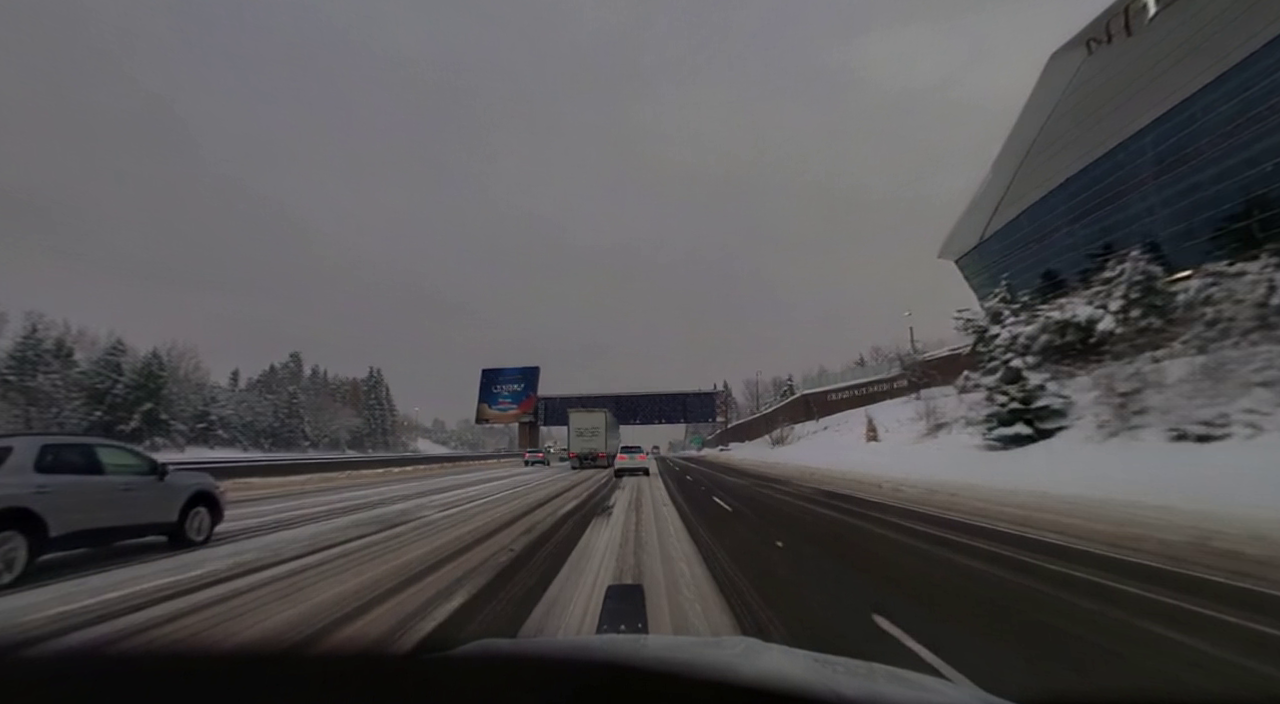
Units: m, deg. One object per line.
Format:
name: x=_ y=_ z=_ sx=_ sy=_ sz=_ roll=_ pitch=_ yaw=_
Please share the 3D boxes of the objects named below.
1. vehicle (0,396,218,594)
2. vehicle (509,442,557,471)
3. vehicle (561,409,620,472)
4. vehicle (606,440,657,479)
vehicle: x=-6.972 y=1.331 z=5.924 sx=2.401 sy=1.759 sz=5.126 roll=0 pitch=-9 yaw=0
vehicle: x=-6.533 y=6.435 z=38.983 sx=2.124 sy=1.674 sz=4.541 roll=0 pitch=-9 yaw=1
vehicle: x=-2.874 y=5.581 z=39.386 sx=2.794 sy=3.460 sz=8.595 roll=0 pitch=-9 yaw=1
vehicle: x=-0.382 y=4.839 z=28.527 sx=2.168 sy=1.597 sz=3.615 roll=0 pitch=-9 yaw=-1
